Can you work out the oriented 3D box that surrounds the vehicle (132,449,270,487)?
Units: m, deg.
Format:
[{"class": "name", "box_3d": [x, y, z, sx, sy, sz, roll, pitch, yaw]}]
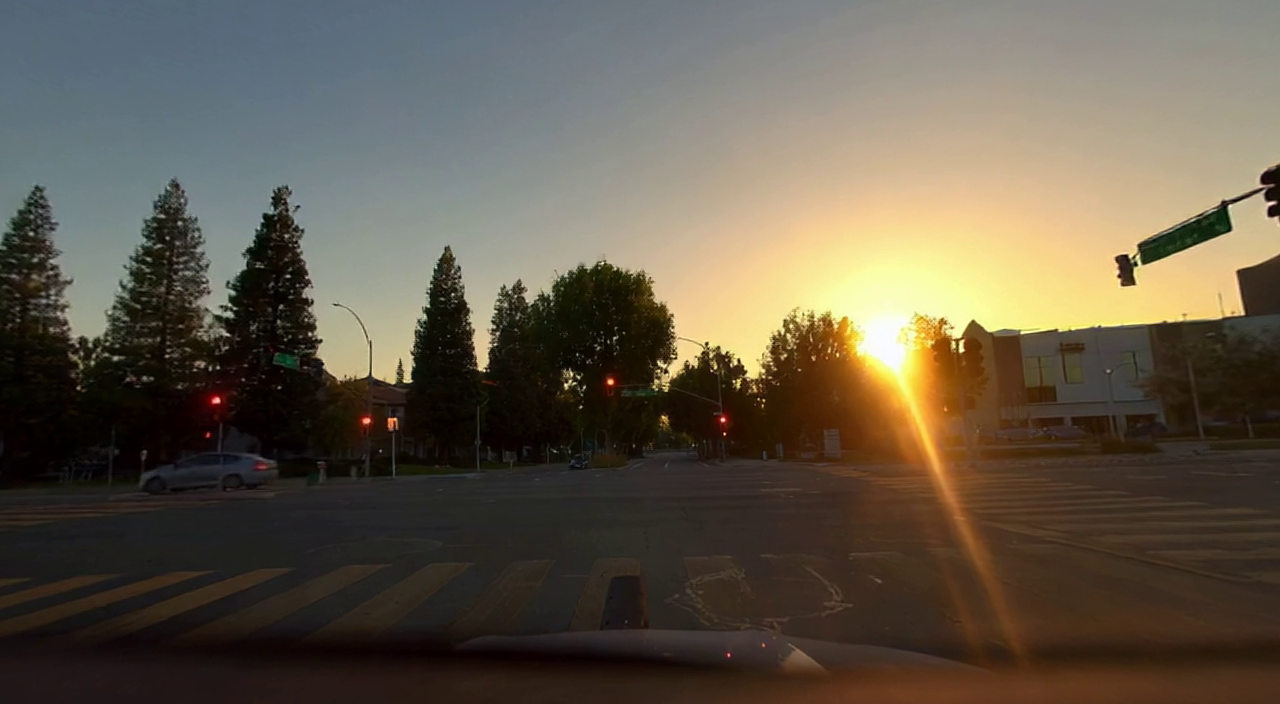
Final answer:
[{"class": "vehicle", "box_3d": [-23.476, 6.197, 33.878, 5.762, 1.886, 2.241, 0, -8, 2]}]

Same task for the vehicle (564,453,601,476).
[{"class": "vehicle", "box_3d": [-4.481, 8.844, 49.831, 2.030, 1.704, 4.205, -1, -8, 7]}]
